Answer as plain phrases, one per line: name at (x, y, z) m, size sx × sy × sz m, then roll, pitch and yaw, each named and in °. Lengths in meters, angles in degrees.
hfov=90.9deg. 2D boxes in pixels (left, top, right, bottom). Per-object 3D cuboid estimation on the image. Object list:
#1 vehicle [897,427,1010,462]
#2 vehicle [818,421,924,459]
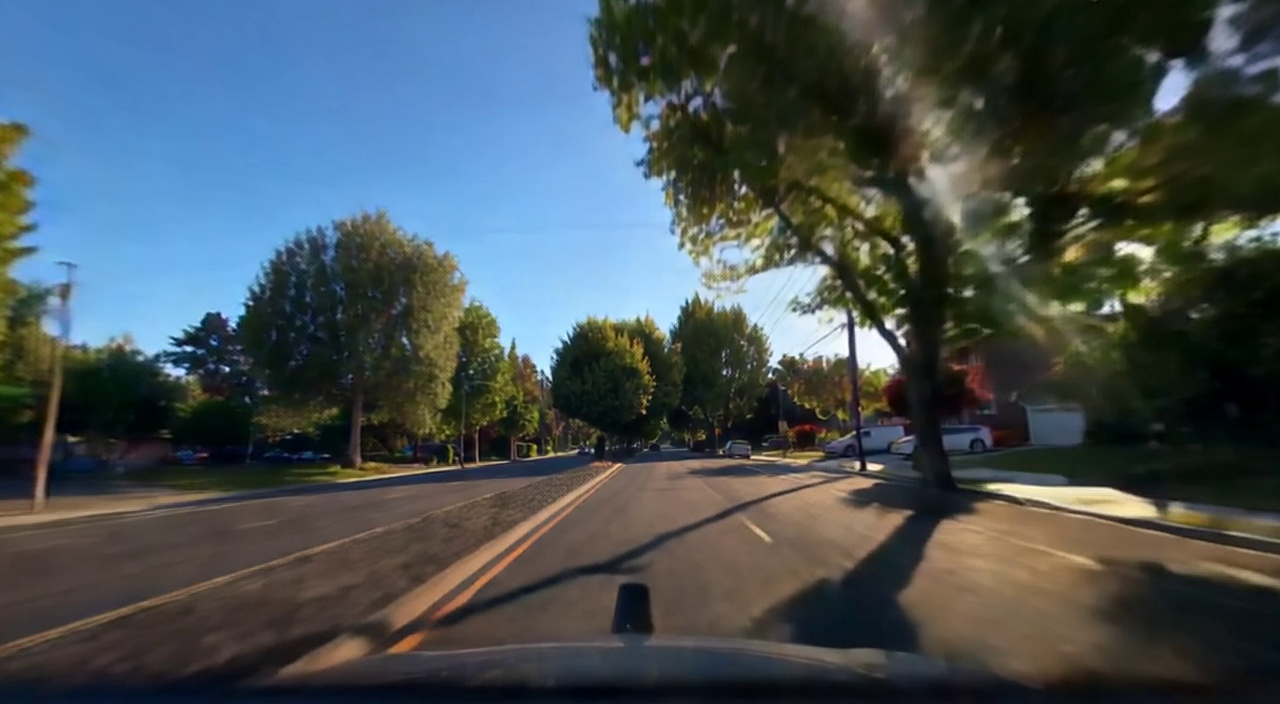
vehicle at (15.198, 4.527, 30.716) m, size 4.455 × 1.588 × 1.858 m, roll 1°, pitch -9°, yaw -2°
vehicle at (14.890, 5.699, 40.934) m, size 5.886 × 2.000 × 2.372 m, roll -4°, pitch -8°, yaw 5°
